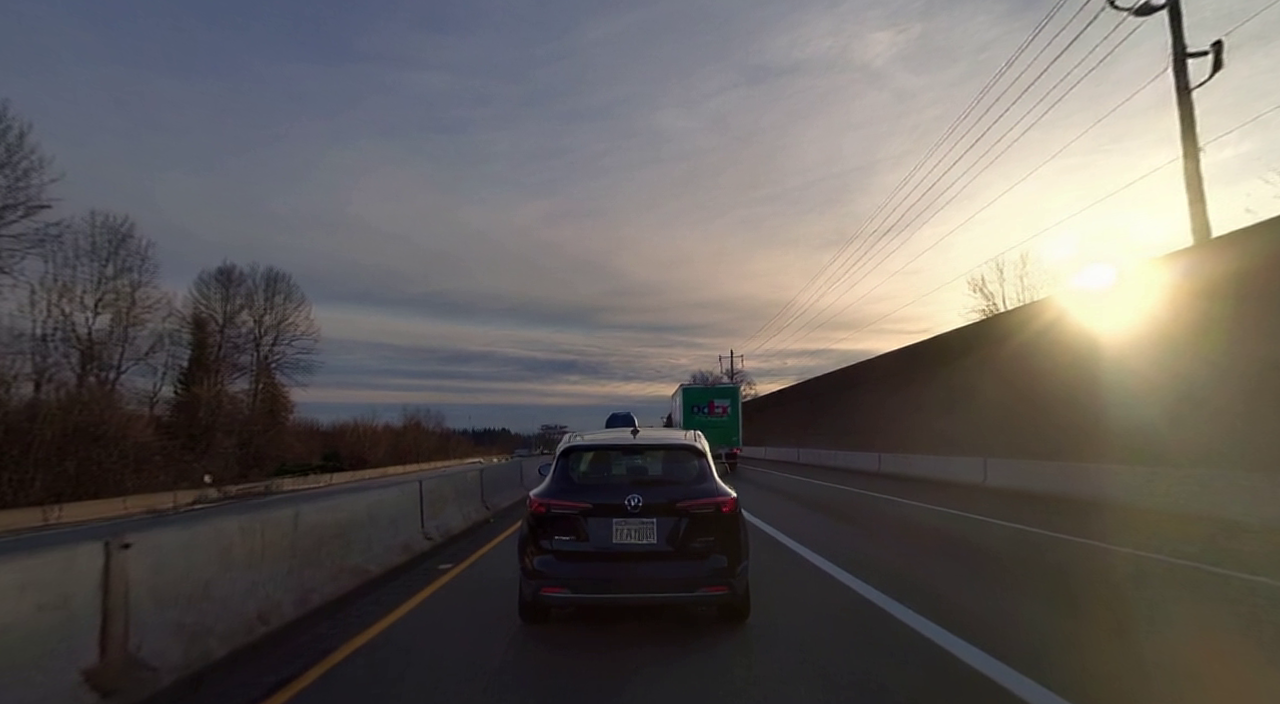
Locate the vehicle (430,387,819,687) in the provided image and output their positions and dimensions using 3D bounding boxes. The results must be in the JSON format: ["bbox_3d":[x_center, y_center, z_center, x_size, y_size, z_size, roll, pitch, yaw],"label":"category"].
[{"bbox_3d":[-0.133,1.255,5.384,2.062,1.581,3.914,0,-8,-2],"label":"vehicle"}]
